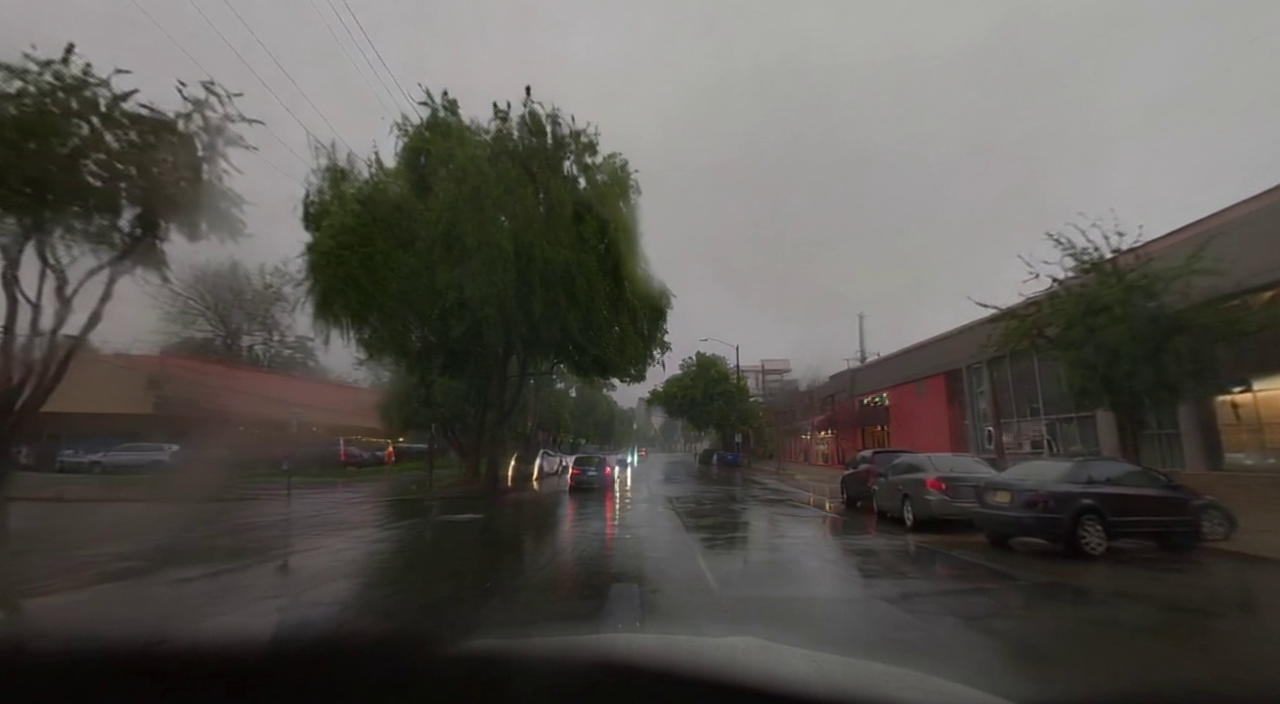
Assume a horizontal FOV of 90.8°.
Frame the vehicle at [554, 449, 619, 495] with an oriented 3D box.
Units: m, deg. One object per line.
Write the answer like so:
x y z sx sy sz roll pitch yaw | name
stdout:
-1.876 4.223 22.705 2.065 1.450 4.522 1 -9 -4 | vehicle

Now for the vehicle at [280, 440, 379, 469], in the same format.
-18.553 6.158 37.958 4.892 1.679 1.927 1 -9 -7 | vehicle

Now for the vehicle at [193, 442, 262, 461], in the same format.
-32.323 7.799 49.529 4.101 1.412 1.784 0 -9 -2 | vehicle

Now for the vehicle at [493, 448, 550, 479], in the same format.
-6.240 5.923 33.860 2.049 1.490 4.501 0 -9 2 | vehicle

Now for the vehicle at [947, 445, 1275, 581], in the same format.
6.545 2.049 8.789 4.097 1.476 1.864 4 -9 -26 | vehicle

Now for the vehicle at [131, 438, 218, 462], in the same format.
-32.131 6.775 43.674 4.410 1.611 1.880 0 -9 -2 | vehicle

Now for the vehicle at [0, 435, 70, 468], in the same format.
-31.971 5.068 32.247 3.915 1.574 1.850 0 -9 3 | vehicle
